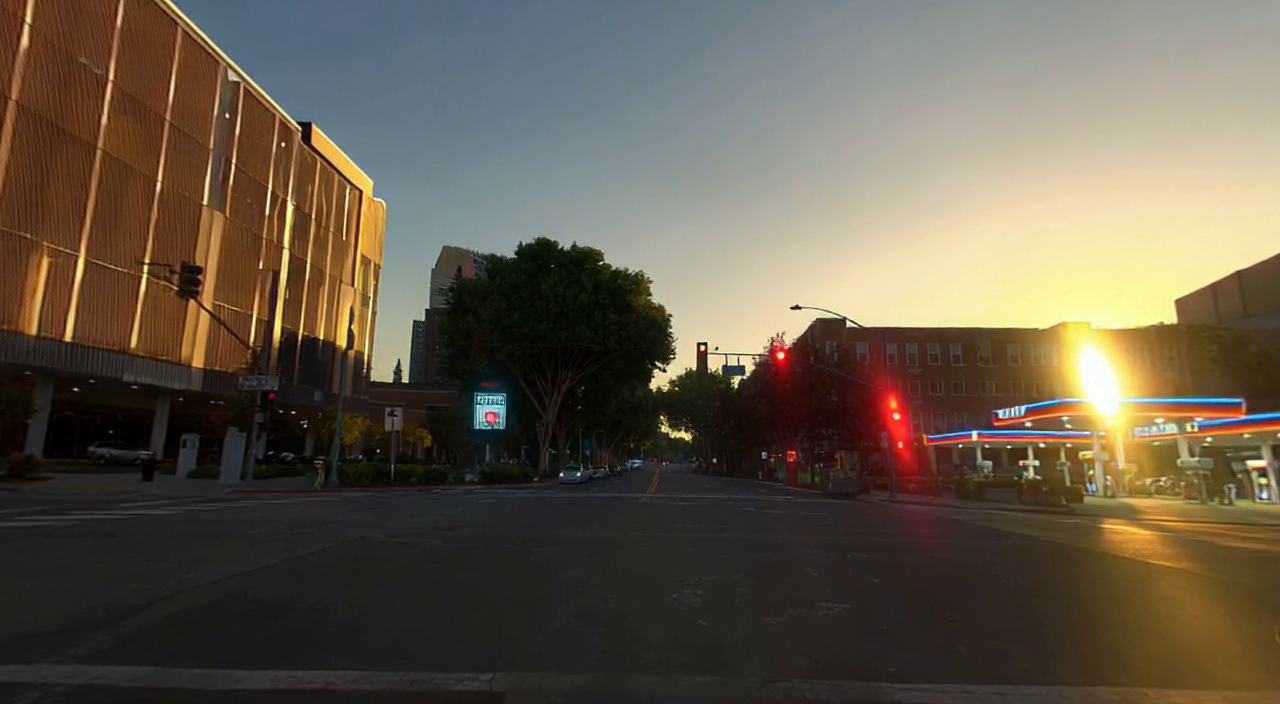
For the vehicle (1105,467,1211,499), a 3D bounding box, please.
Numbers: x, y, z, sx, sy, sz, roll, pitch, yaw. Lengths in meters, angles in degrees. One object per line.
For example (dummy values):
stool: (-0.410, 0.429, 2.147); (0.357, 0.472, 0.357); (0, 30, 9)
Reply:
vehicle: (28.026, 7.066, 34.310); (1.897, 1.466, 4.211); (1, -8, -6)
